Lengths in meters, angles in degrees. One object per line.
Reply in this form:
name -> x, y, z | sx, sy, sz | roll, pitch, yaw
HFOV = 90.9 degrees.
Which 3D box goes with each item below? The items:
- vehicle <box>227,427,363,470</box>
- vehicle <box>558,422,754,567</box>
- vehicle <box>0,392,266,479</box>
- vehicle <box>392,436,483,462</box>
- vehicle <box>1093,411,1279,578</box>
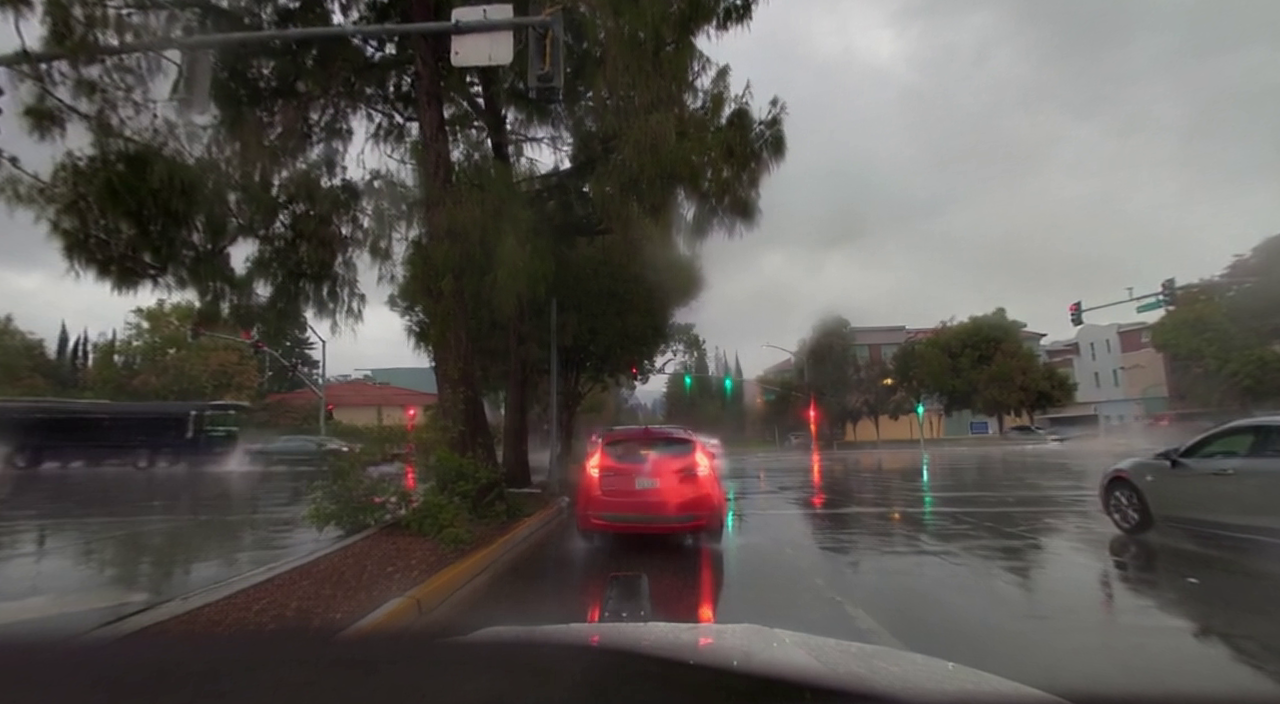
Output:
vehicle -> -15.223, 4.275, 28.054 | 4.833, 1.784, 2.027 | 0, -8, 1
vehicle -> 0.121, 1.768, 8.553 | 2.041, 1.485, 3.813 | 0, -8, -1
vehicle -> -20.728, 3.258, 24.487 | 10.544, 3.126, 2.909 | -1, -8, 1
vehicle -> -11.710, 5.630, 36.668 | 4.667, 1.450, 1.818 | 0, -8, 0
vehicle -> 7.075, 1.397, 6.273 | 1.901, 1.577, 4.348 | 0, -8, 0
